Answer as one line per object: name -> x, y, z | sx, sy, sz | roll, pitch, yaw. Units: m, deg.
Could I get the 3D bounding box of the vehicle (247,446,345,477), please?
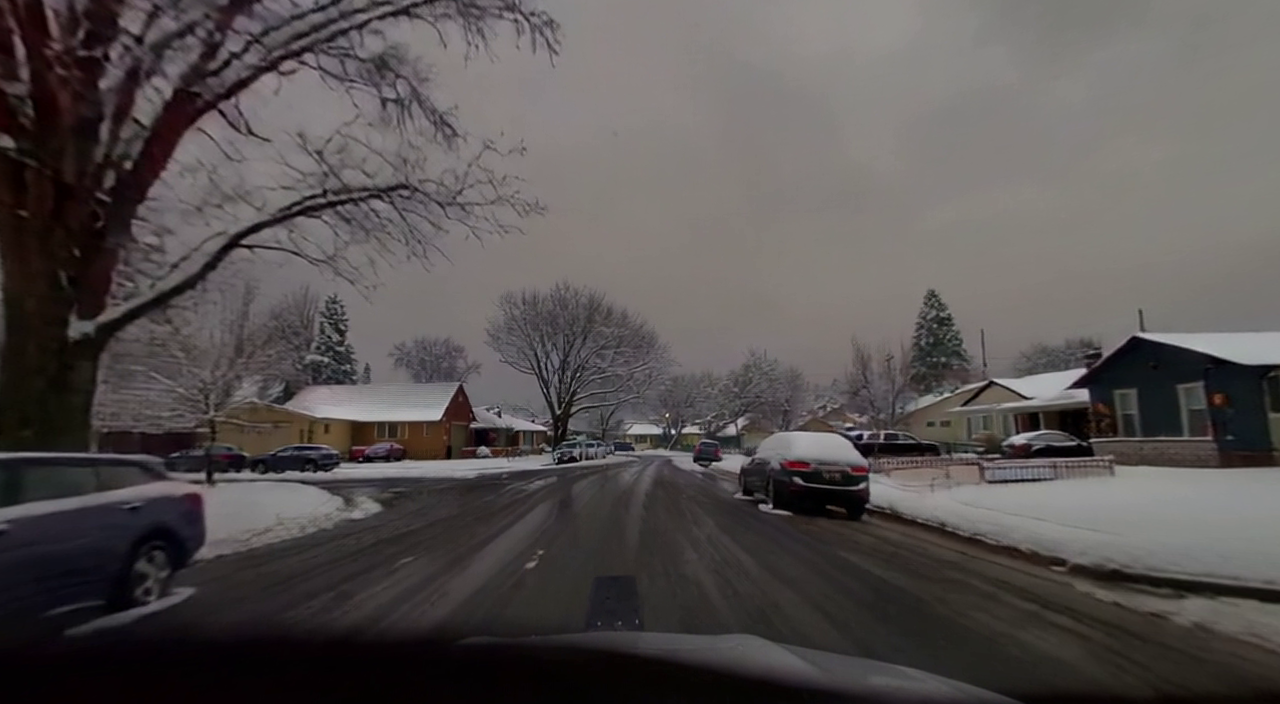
vehicle -> -16.722, 5.297, 30.789 | 3.734, 1.441, 1.756 | 0, -9, 3

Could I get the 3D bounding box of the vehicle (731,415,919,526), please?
vehicle -> 3.428, 2.327, 12.968 | 2.228, 1.813, 4.901 | 0, -9, -2

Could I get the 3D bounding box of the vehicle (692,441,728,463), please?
vehicle -> 5.594, 7.884, 49.772 | 2.075, 1.657, 4.648 | -2, -9, 15

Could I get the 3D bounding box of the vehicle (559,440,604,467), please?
vehicle -> -4.139, 7.254, 45.392 | 2.041, 1.762, 4.508 | -3, -8, 11

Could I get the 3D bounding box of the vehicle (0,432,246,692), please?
vehicle -> -4.690, 1.256, 3.866 | 1.981, 1.463, 4.631 | 0, -7, -6
